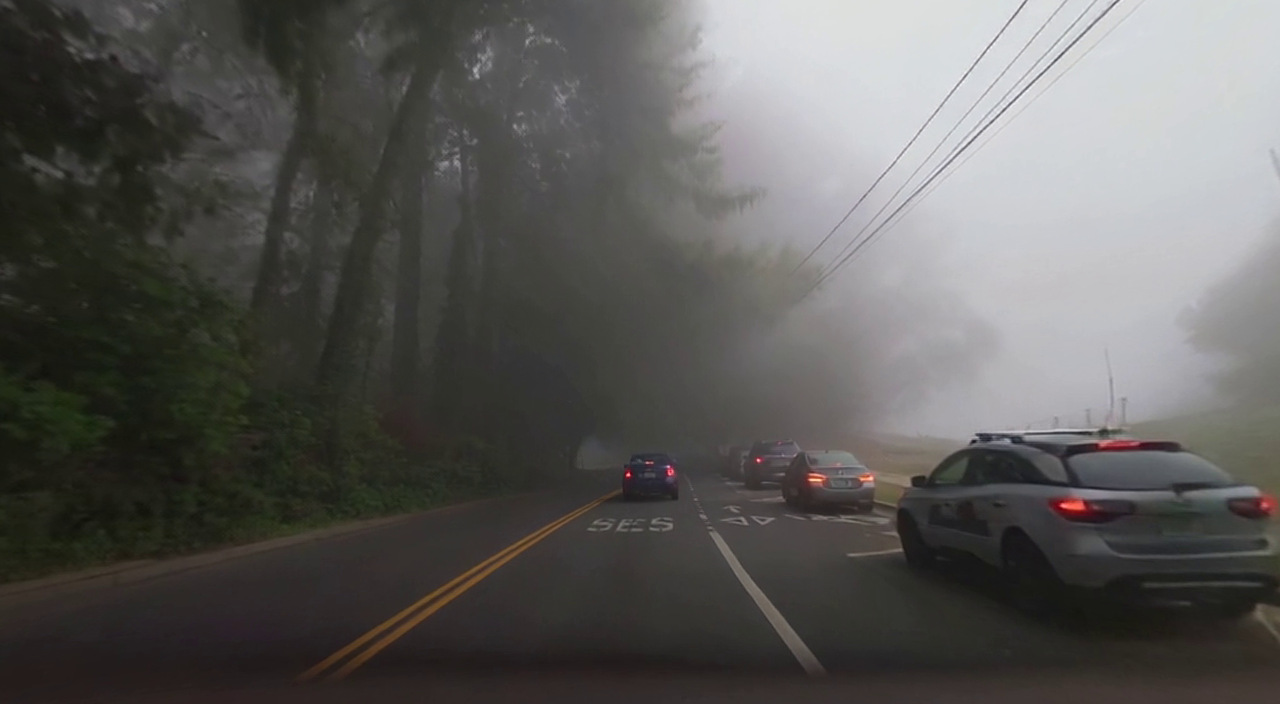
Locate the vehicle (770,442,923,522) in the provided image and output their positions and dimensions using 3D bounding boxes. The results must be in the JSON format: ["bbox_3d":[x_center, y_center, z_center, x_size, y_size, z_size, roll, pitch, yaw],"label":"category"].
[{"bbox_3d":[4.348,2.770,14.196,1.992,1.469,4.823,0,-8,2],"label":"vehicle"}]

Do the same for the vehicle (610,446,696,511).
[{"bbox_3d":[0.386,3.379,17.374,2.078,1.521,4.058,0,-8,2],"label":"vehicle"}]

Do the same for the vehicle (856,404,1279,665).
[{"bbox_3d":[3.972,1.486,6.345,1.957,1.629,4.609,0,-8,0],"label":"vehicle"}]
